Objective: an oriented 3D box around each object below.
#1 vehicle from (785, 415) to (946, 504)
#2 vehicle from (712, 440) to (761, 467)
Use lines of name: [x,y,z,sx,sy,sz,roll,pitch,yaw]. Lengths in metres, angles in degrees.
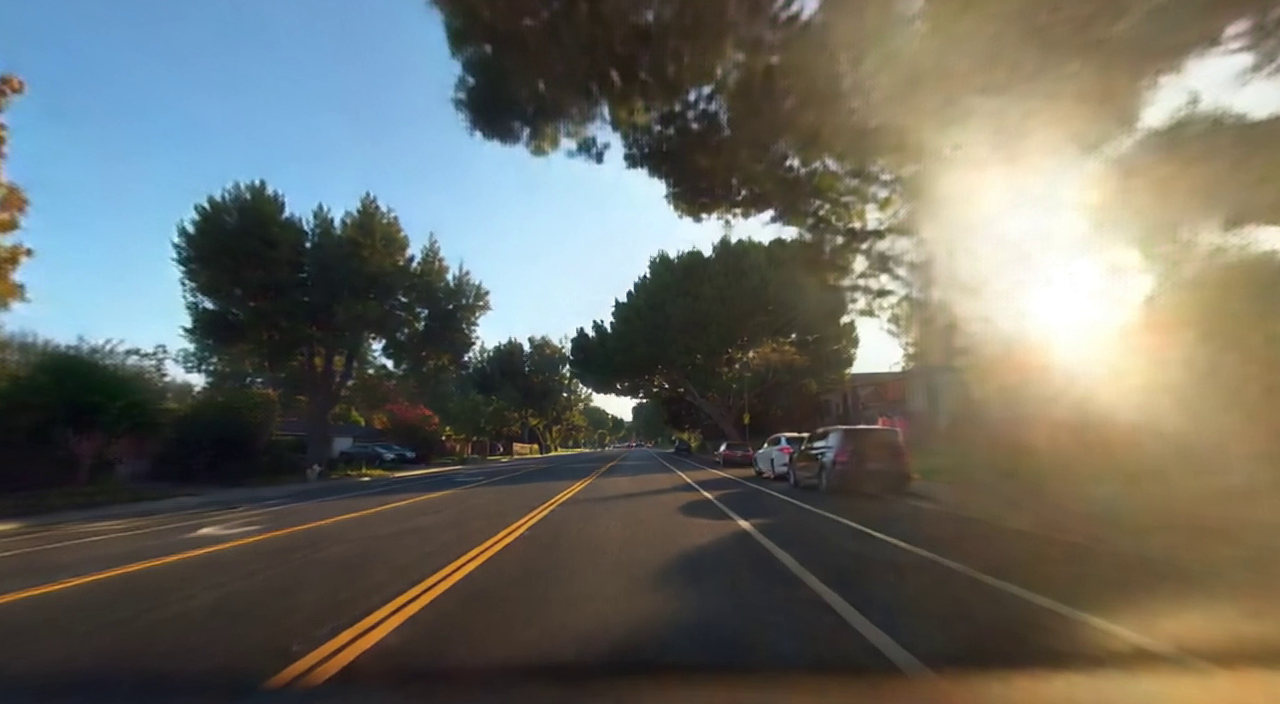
vehicle: [5.124,2.534,15.185,2.160,1.800,4.646,0,-8,1]
vehicle: [5.503,5.812,36.372,1.935,1.453,4.488,0,-8,-2]
